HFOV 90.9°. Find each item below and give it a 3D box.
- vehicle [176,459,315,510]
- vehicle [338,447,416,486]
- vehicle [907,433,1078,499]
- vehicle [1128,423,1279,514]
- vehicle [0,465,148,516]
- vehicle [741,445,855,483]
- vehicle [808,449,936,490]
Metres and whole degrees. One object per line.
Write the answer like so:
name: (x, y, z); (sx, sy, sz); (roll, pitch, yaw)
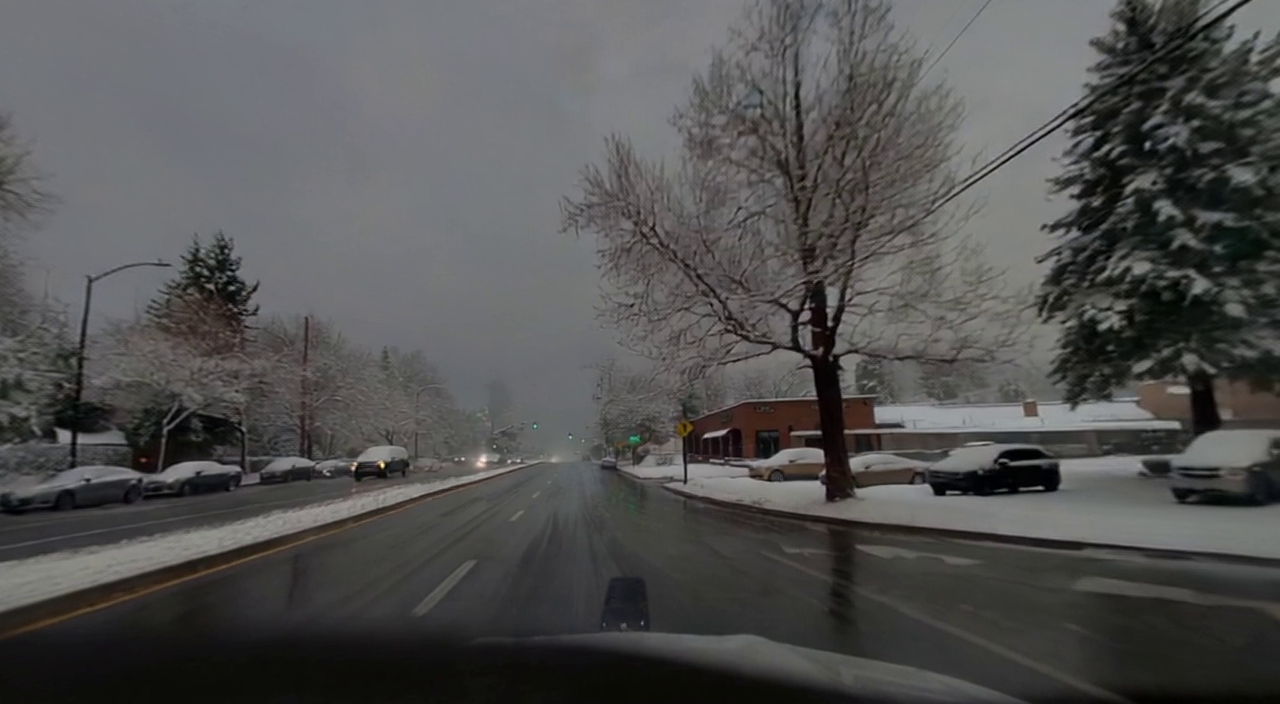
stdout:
vehicle: (-12.875, 4.306, 20.993); (1.951, 1.436, 4.624); (1, -9, -5)
vehicle: (-14.569, 6.360, 35.360); (2.228, 1.976, 5.857); (1, -9, -5)
vehicle: (10.570, 3.378, 18.904); (4.669, 1.770, 1.896); (4, -10, -23)
vehicle: (14.406, 2.628, 14.553); (5.314, 1.829, 2.018); (3, -9, -16)
vehicle: (-20.145, 4.826, 22.360); (1.842, 1.474, 4.712); (1, -9, -5)
vehicle: (7.512, 5.357, 30.262); (4.843, 1.748, 1.985); (1, -9, -8)
vehicle: (8.840, 4.463, 24.160); (4.257, 1.474, 1.751); (2, -9, -11)
